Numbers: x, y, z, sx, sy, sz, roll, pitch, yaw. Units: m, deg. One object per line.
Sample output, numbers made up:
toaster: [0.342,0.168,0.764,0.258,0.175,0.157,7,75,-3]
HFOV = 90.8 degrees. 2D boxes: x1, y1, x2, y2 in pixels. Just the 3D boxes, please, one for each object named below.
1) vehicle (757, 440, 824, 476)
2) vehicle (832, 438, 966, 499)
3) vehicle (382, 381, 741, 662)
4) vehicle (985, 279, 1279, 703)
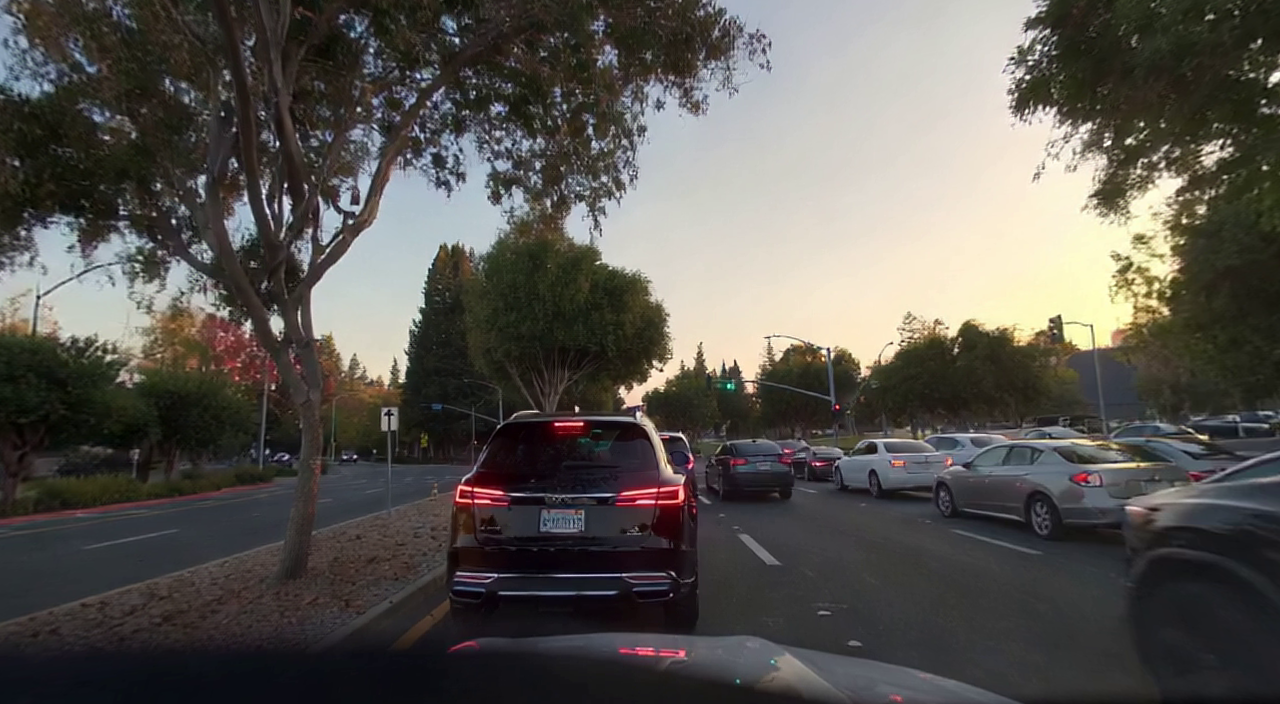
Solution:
vehicle: [6.696,4.752,28.646,1.917,1.489,4.625,0,-9,0]
vehicle: [7.013,3.186,17.703,1.890,1.489,4.415,0,-9,0]
vehicle: [-0.429,1.353,6.093,2.201,1.709,4.271,0,-9,2]
vehicle: [3.428,0.607,1.659,2.200,1.909,4.853,0,-9,-1]
